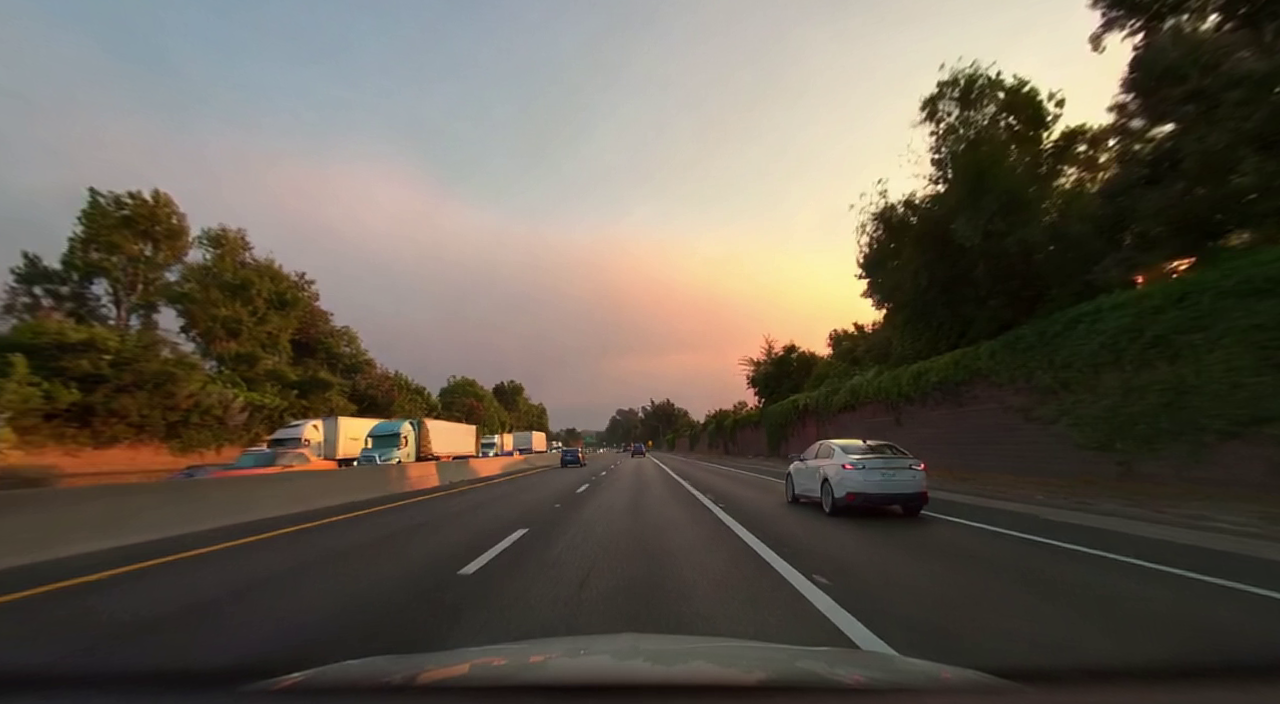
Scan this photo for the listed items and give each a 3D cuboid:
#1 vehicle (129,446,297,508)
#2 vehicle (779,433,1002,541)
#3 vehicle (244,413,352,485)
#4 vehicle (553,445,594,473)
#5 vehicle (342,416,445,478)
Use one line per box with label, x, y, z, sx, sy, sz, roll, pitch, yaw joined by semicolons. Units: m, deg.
vehicle;-12.049;3.528;18.202;1.965;1.557;4.069;0;-9;0
vehicle;4.008;2.238;11.094;2.053;1.504;4.386;0;-9;-1
vehicle;-20.039;5.727;37.418;3.024;3.899;5.896;0;-9;-1
vehicle;-3.785;6.181;36.513;1.978;1.539;3.924;0;-9;0
vehicle;-15.767;6.220;41.325;3.010;3.579;9.290;0;-9;0
